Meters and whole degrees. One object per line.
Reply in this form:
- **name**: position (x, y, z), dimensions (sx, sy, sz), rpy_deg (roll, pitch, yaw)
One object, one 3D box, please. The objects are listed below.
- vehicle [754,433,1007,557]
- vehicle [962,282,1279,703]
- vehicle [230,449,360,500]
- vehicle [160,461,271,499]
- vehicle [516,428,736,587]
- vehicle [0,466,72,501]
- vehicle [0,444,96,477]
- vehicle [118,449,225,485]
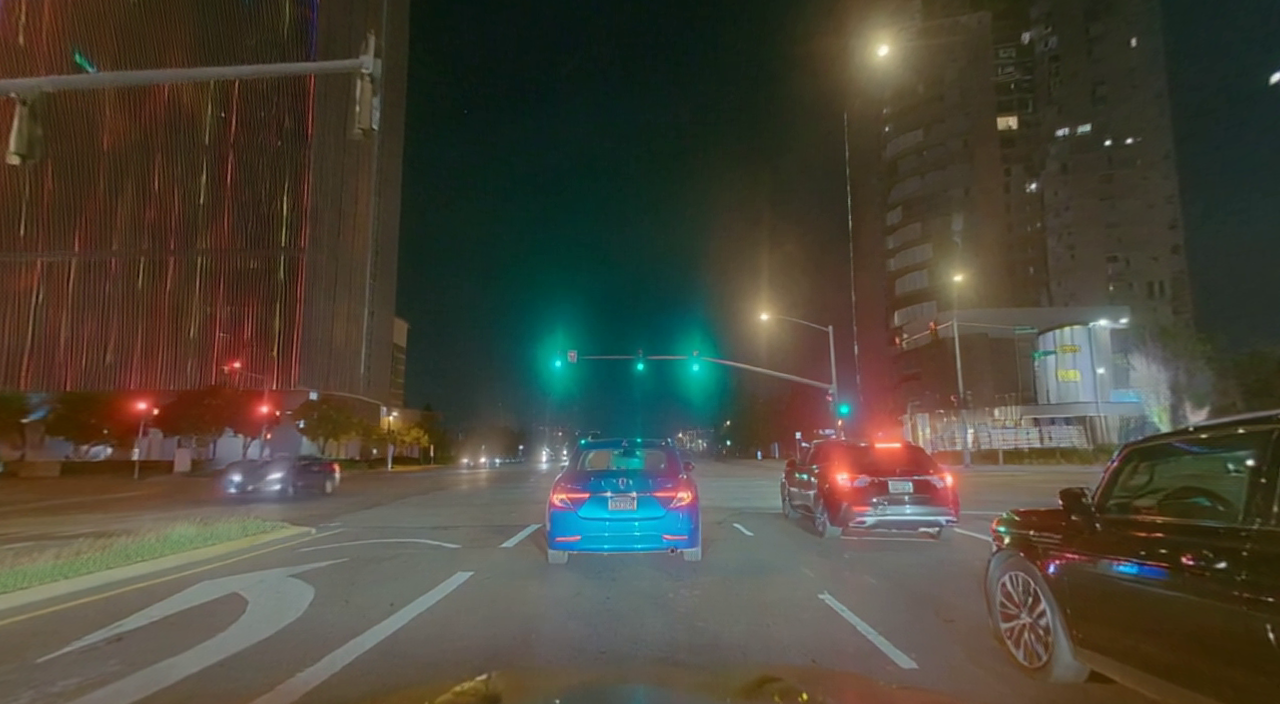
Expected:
- **vehicle**: position (3.212, 1.999, 9.627), dimensions (2.009, 1.414, 4.416), rpy_deg (0, -8, -2)
- **vehicle**: position (3.003, 0.631, 1.605), dimensions (2.047, 1.785, 4.357), rpy_deg (0, -8, 0)
- **vehicle**: position (-11.640, 4.136, 21.743), dimensions (1.887, 1.516, 4.524), rpy_deg (0, -8, 0)
- **vehicle**: position (-19.098, 5.754, 28.697), dimensions (1.942, 1.453, 4.448), rpy_deg (0, -9, 0)
- **vehicle**: position (-0.150, 1.778, 8.052), dimensions (2.095, 1.502, 3.873), rpy_deg (0, -8, 0)
- **vehicle**: position (-28.022, 6.067, 29.440), dimensions (1.972, 1.433, 4.324), rpy_deg (8, -12, -39)
- **vehicle**: position (-35.841, 6.410, 37.606), dimensions (2.145, 1.797, 5.198), rpy_deg (-1, -9, 1)
- **vehicle**: position (-27.508, 6.744, 37.349), dimensions (2.300, 1.932, 5.056), rpy_deg (-1, -8, 2)
